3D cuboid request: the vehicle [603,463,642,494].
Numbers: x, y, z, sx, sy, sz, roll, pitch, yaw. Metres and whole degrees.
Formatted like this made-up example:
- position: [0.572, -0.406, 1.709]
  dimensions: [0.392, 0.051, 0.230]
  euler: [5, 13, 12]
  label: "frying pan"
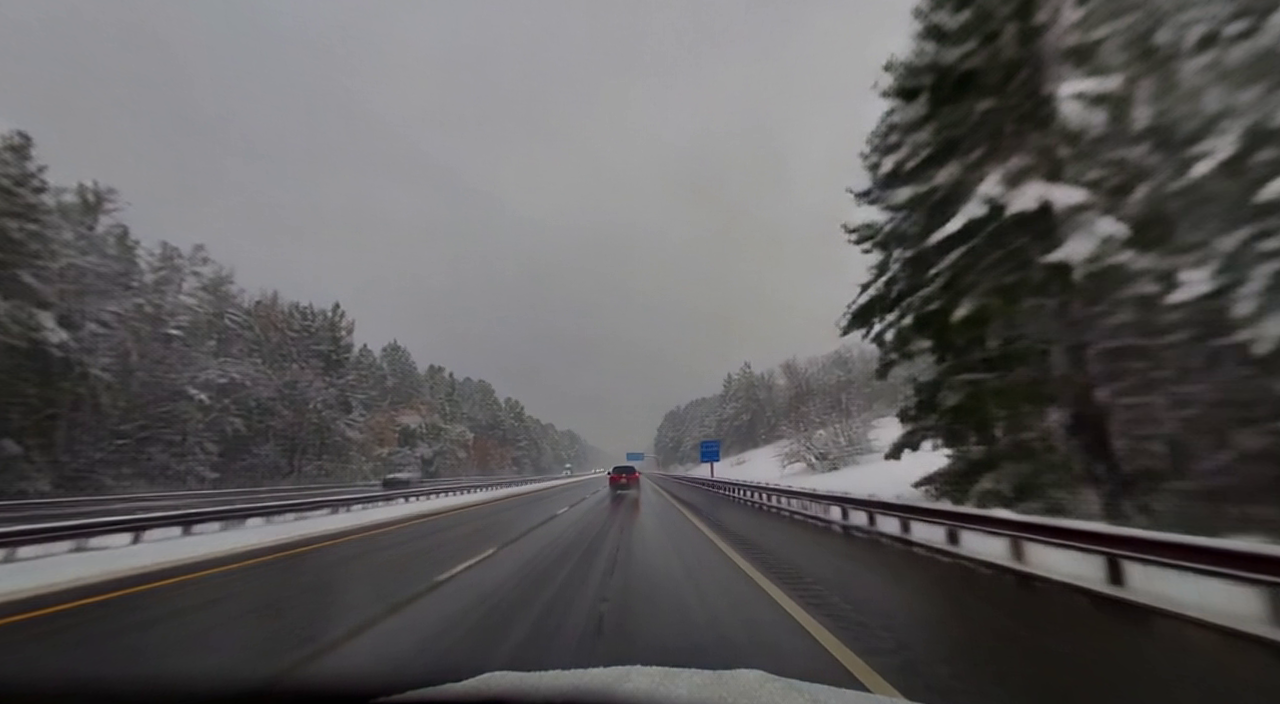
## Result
- position: [-1.000, 7.452, 37.387]
  dimensions: [2.107, 1.668, 4.554]
  euler: [1, -11, 0]
  label: "vehicle"
